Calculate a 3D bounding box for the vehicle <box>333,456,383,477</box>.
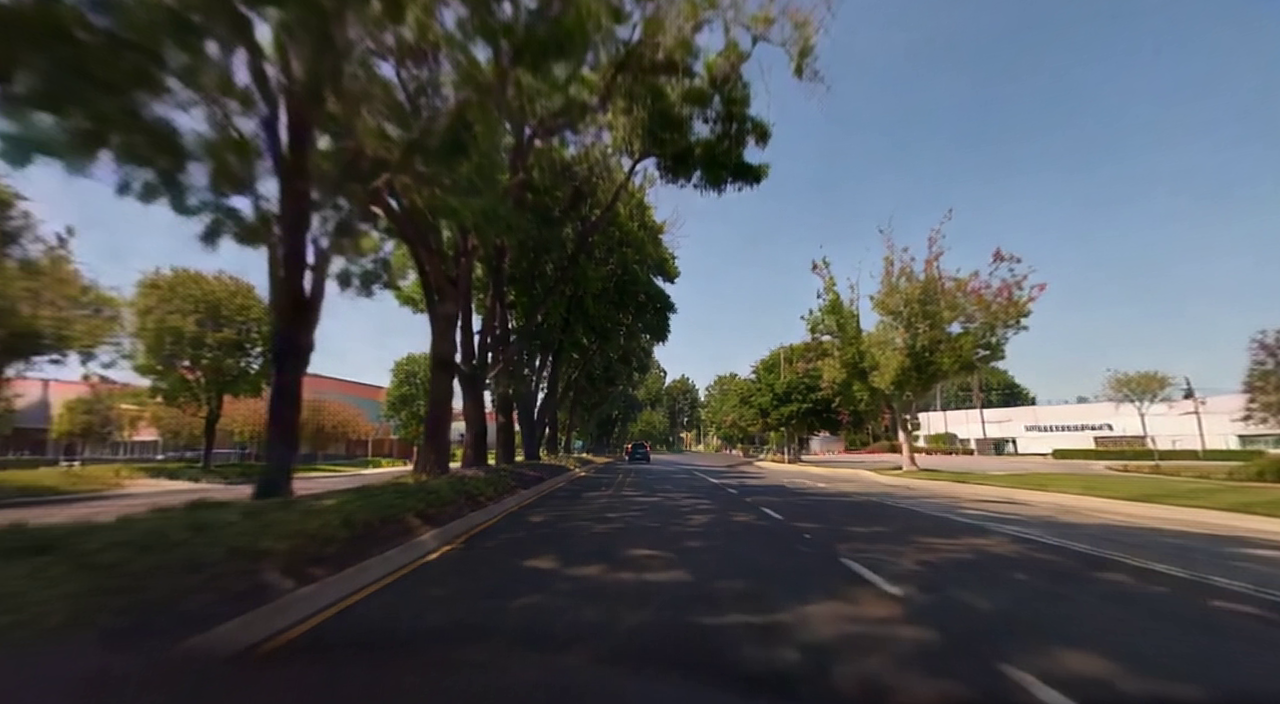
[{"bbox_3d":[-20.787,8.459,46.757,1.904,1.412,3.929,0,-9,0],"label":"vehicle"}]
